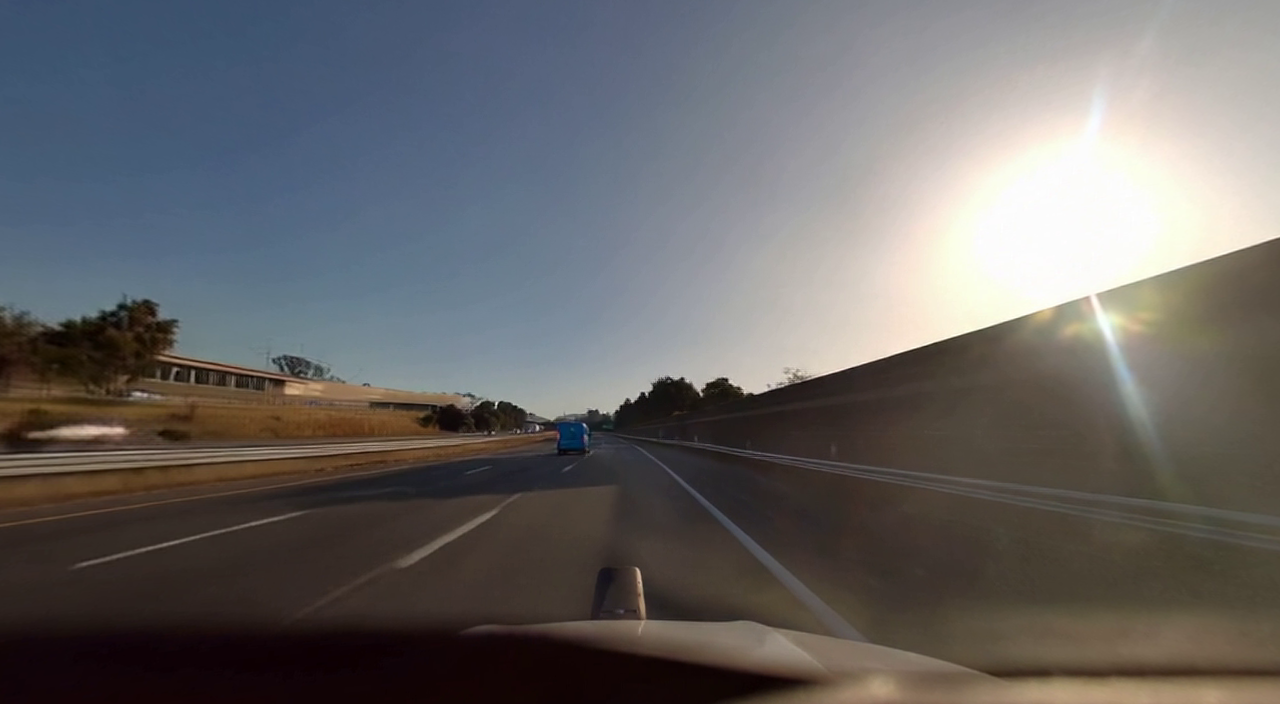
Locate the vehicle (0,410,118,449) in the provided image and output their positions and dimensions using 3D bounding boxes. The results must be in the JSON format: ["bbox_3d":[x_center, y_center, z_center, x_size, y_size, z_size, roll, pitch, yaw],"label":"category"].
[{"bbox_3d":[-25.472,3.392,27.250,1.833,1.550,4.500,0,-8,-1],"label":"vehicle"}]

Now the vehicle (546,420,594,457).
[{"bbox_3d":[-4.190,5.271,38.378,2.309,2.053,4.884,0,-8,1],"label":"vehicle"}]
